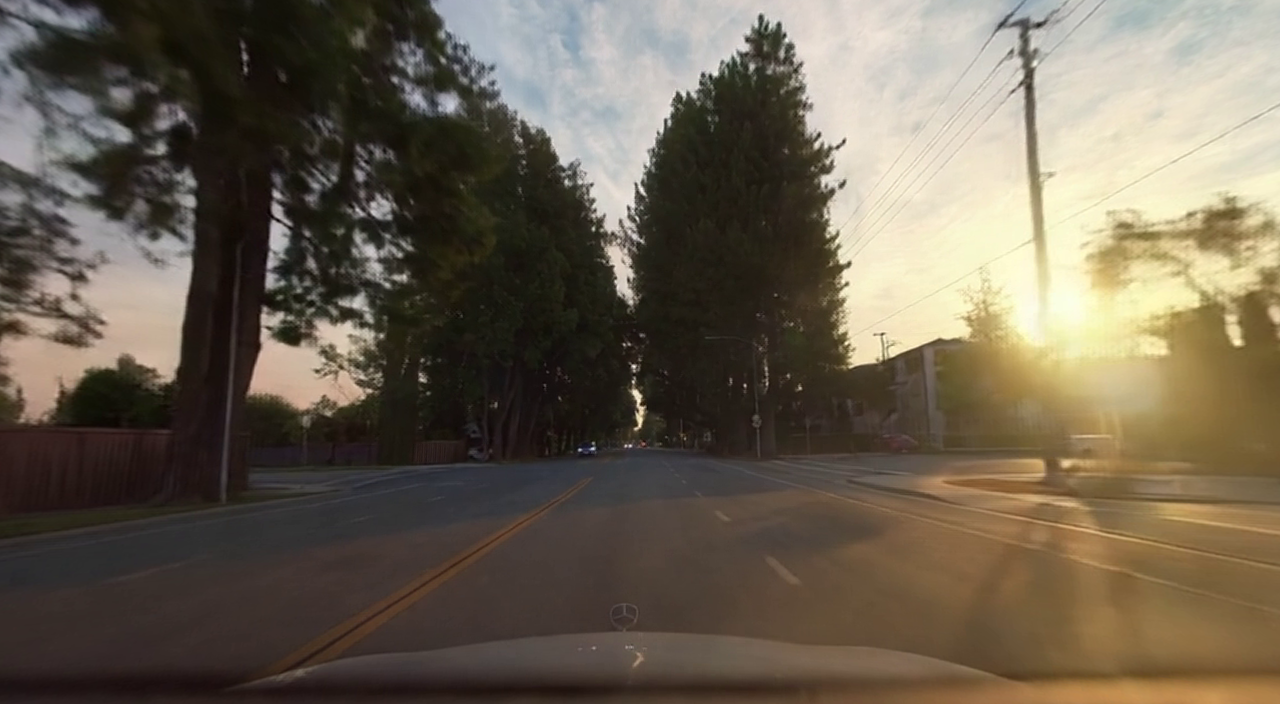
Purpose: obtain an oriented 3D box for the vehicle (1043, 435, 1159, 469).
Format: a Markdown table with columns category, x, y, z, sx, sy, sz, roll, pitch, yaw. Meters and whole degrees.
| category | x | y | z | sx | sy | sz | roll | pitch | yaw |
| --- | --- | --- | --- | --- | --- | --- | --- | --- | --- |
| vehicle | 24.620 | 5.347 | 33.833 | 4.508 | 1.687 | 2.070 | -3 | -9 | 19 |
